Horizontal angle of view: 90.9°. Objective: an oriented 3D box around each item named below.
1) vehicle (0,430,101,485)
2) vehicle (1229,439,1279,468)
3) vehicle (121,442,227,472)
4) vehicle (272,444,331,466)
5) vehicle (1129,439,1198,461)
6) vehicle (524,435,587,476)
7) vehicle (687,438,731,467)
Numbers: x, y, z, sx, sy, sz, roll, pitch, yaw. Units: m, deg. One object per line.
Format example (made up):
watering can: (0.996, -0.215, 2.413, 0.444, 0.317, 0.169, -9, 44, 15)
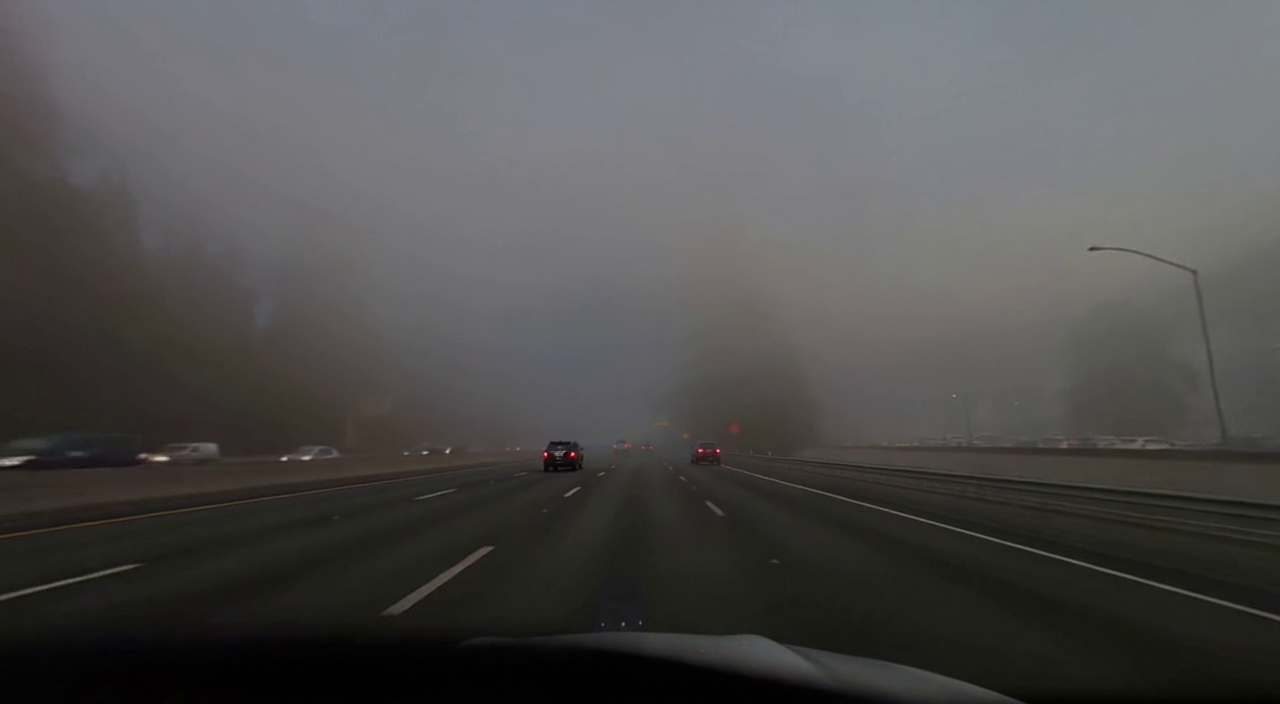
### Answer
vehicle: (-21.027, 3.371, 20.251, 2.244, 1.684, 5.795, 0, -8, 1)
vehicle: (36.859, 5.822, 36.350, 3.856, 1.480, 1.766, -3, -8, 0)
vehicle: (-28.417, 6.406, 38.768, 2.158, 1.692, 5.672, 0, -8, 1)
vehicle: (-24.466, 7.451, 45.778, 1.774, 1.501, 4.471, 0, -8, 1)
vehicle: (37.044, 6.966, 44.691, 3.350, 1.347, 1.608, -3, -8, -1)
vehicle: (-3.775, 4.717, 28.982, 2.196, 1.733, 4.355, 0, -8, 1)
vehicle: (4.227, 6.275, 39.487, 2.229, 1.704, 4.392, 0, -8, 0)
